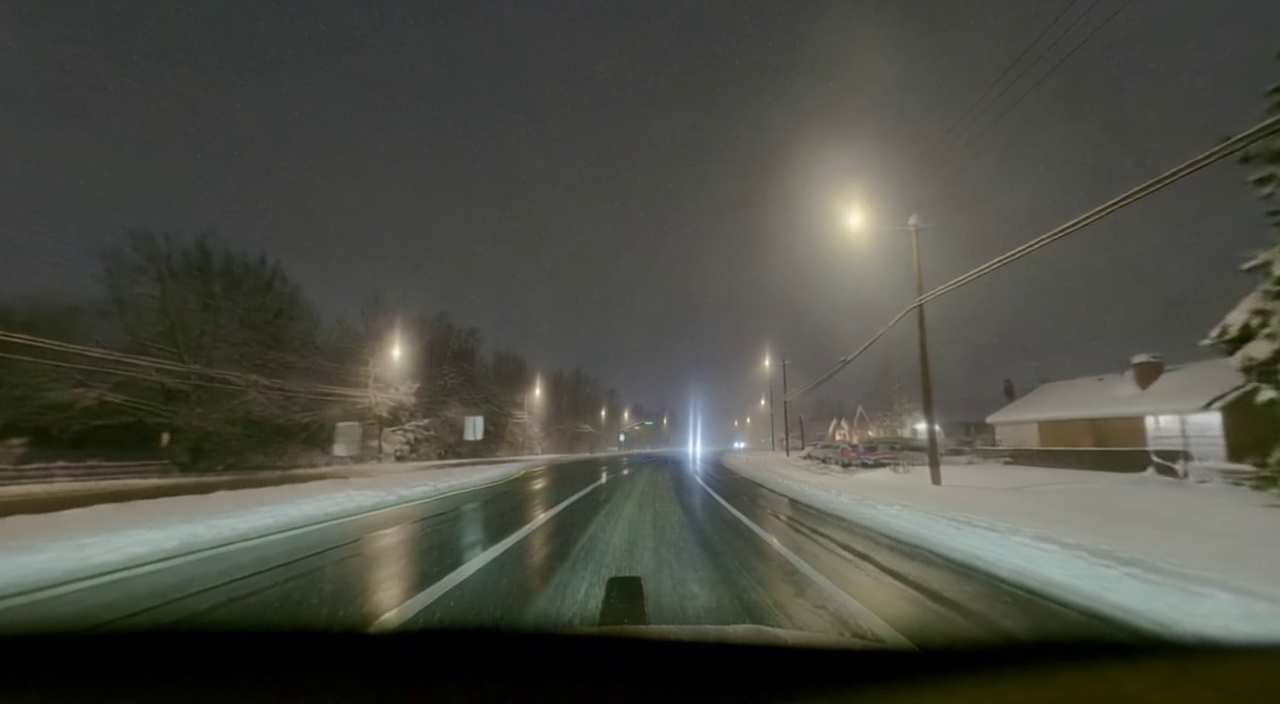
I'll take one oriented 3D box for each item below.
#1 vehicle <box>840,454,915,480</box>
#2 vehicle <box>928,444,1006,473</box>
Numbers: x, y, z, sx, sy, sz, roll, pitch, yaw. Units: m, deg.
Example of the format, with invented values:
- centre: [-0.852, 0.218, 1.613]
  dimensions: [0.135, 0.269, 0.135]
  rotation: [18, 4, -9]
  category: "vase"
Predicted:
- centre: [15.006, 7.236, 39.793]
  dimensions: [4.475, 1.492, 1.925]
  rotation: [5, -10, -30]
  category: "vehicle"
- centre: [22.612, 7.376, 43.892]
  dimensions: [2.119, 1.874, 4.855]
  rotation: [1, -9, -12]
  category: "vehicle"
